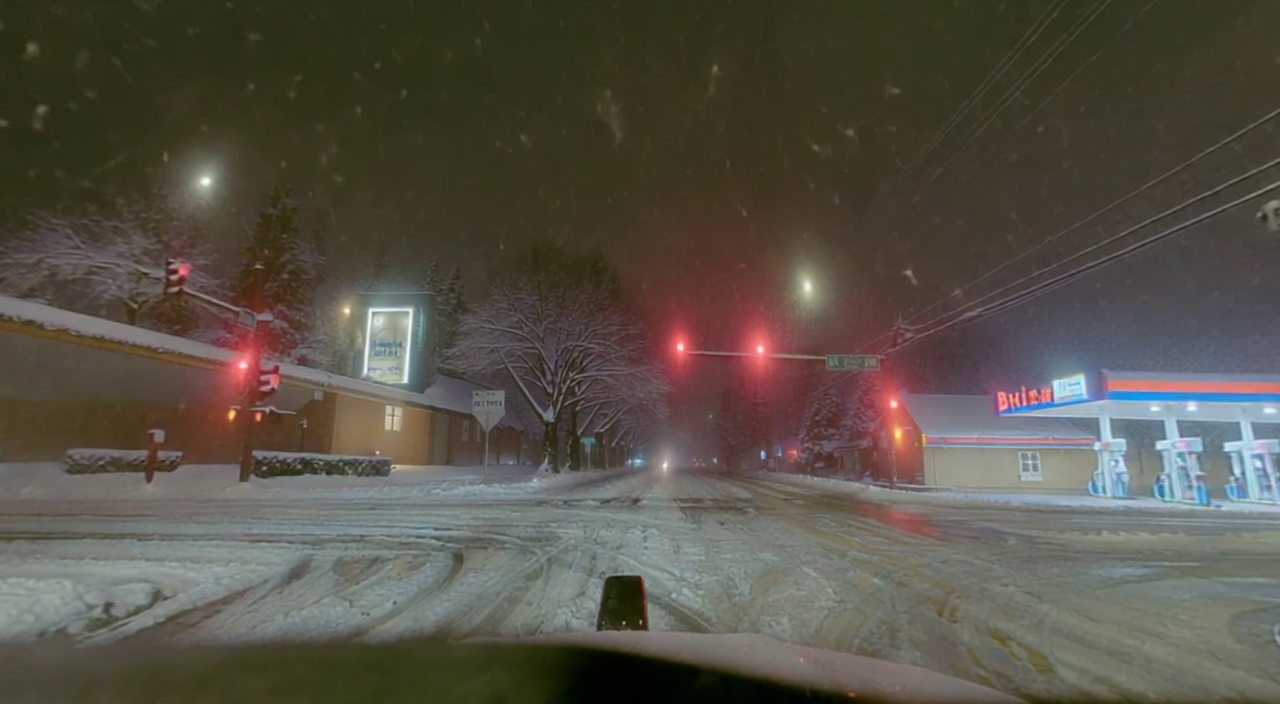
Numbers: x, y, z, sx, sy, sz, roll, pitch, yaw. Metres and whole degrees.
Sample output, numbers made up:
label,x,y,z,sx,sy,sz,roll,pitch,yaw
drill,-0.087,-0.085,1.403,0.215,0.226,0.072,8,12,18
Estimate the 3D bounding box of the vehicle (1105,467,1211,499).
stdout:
label,x,y,z,sx,sy,sz,roll,pitch,yaw
vehicle,28.014,7.069,34.308,1.897,1.466,4.211,1,-8,-6
